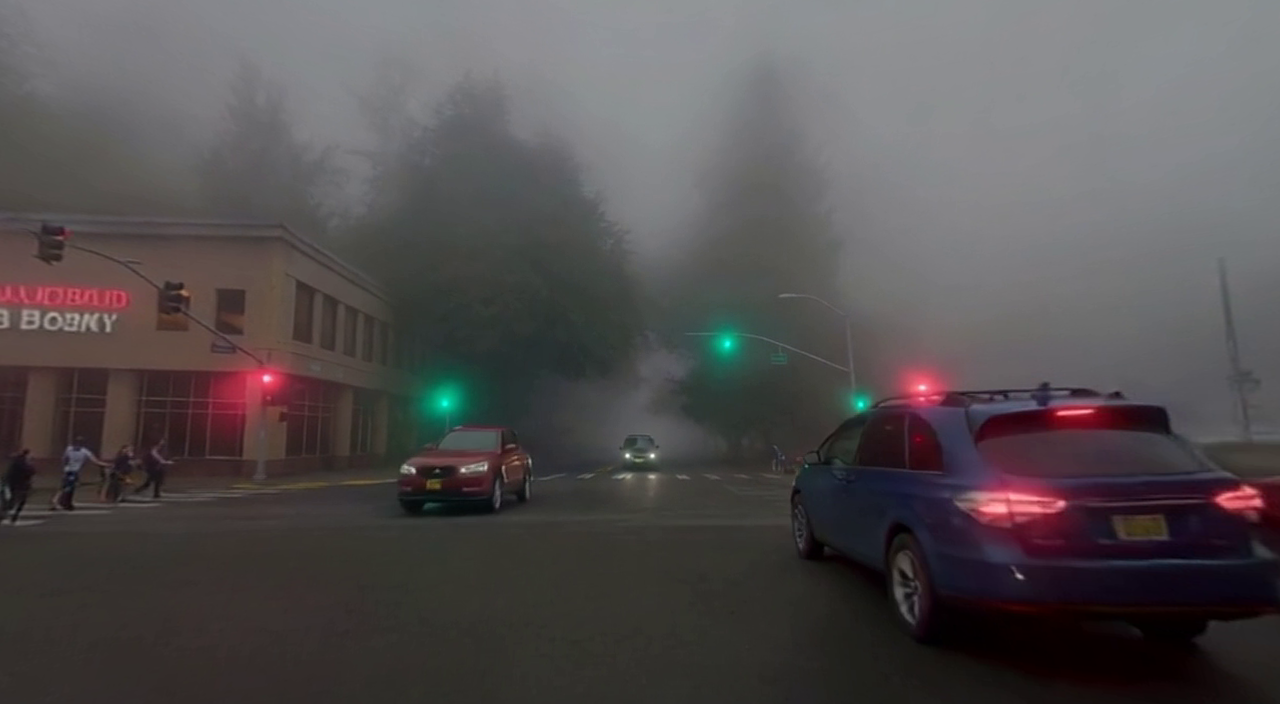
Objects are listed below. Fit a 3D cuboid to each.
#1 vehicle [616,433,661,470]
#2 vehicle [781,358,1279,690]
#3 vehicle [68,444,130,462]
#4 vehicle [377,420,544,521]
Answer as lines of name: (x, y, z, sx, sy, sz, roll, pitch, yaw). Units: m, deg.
vehicle: (-0.125, 5.700, 36.270, 2.390, 1.948, 5.344, 0, -9, -1)
vehicle: (2.868, 1.248, 5.744, 2.048, 1.725, 4.754, 0, -9, 0)
vehicle: (-42.801, 8.004, 49.931, 3.391, 1.379, 1.562, 4, -10, -28)
vehicle: (-3.285, 2.274, 12.506, 1.961, 1.658, 4.064, -1, -9, 2)
